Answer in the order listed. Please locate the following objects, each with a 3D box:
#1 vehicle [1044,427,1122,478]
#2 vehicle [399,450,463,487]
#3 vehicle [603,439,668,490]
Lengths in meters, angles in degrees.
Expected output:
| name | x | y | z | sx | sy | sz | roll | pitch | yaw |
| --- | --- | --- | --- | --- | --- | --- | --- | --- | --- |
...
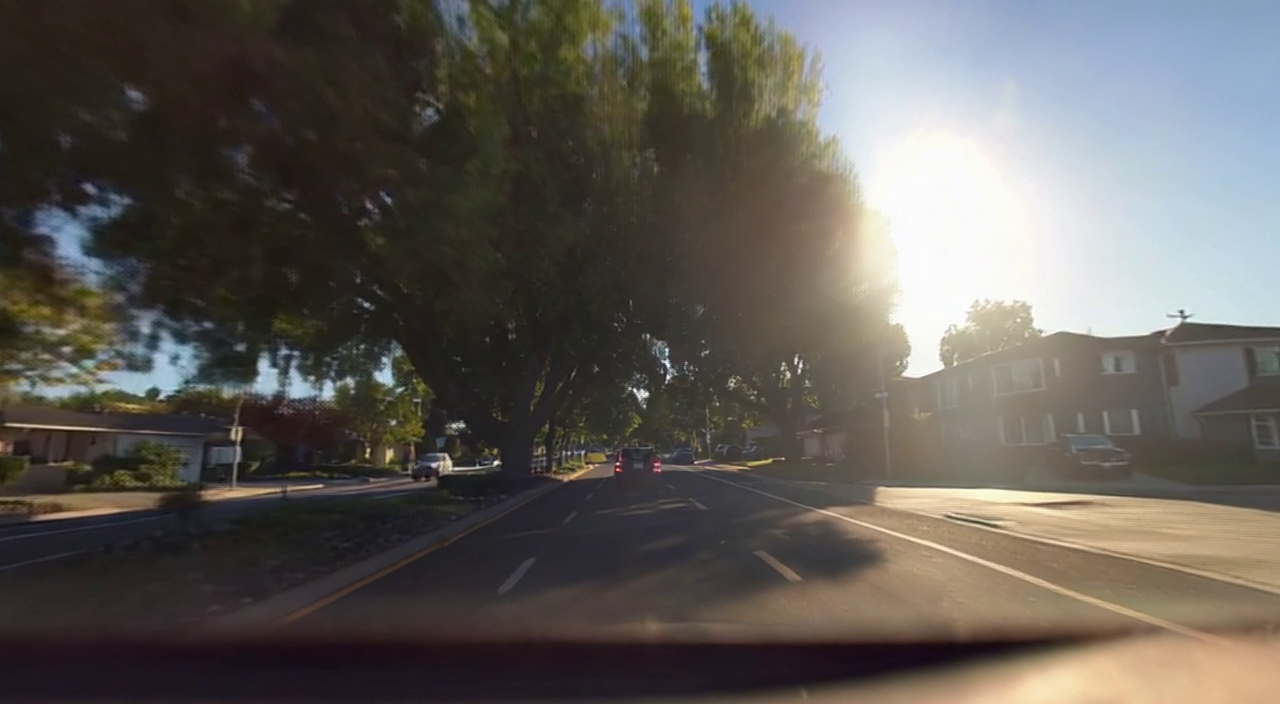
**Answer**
| name | x | y | z | sx | sy | sz | roll | pitch | yaw |
| --- | --- | --- | --- | --- | --- | --- | --- | --- | --- |
| vehicle | 17.568 | 3.923 | 24.956 | 2.128 | 1.771 | 4.721 | -6 | -10 | 38 |
| vehicle | -9.321 | 5.189 | 28.454 | 1.861 | 1.516 | 3.752 | 1 | -8 | -5 |
| vehicle | -0.143 | 3.933 | 22.435 | 2.106 | 1.655 | 3.717 | 0 | -8 | 0 |
